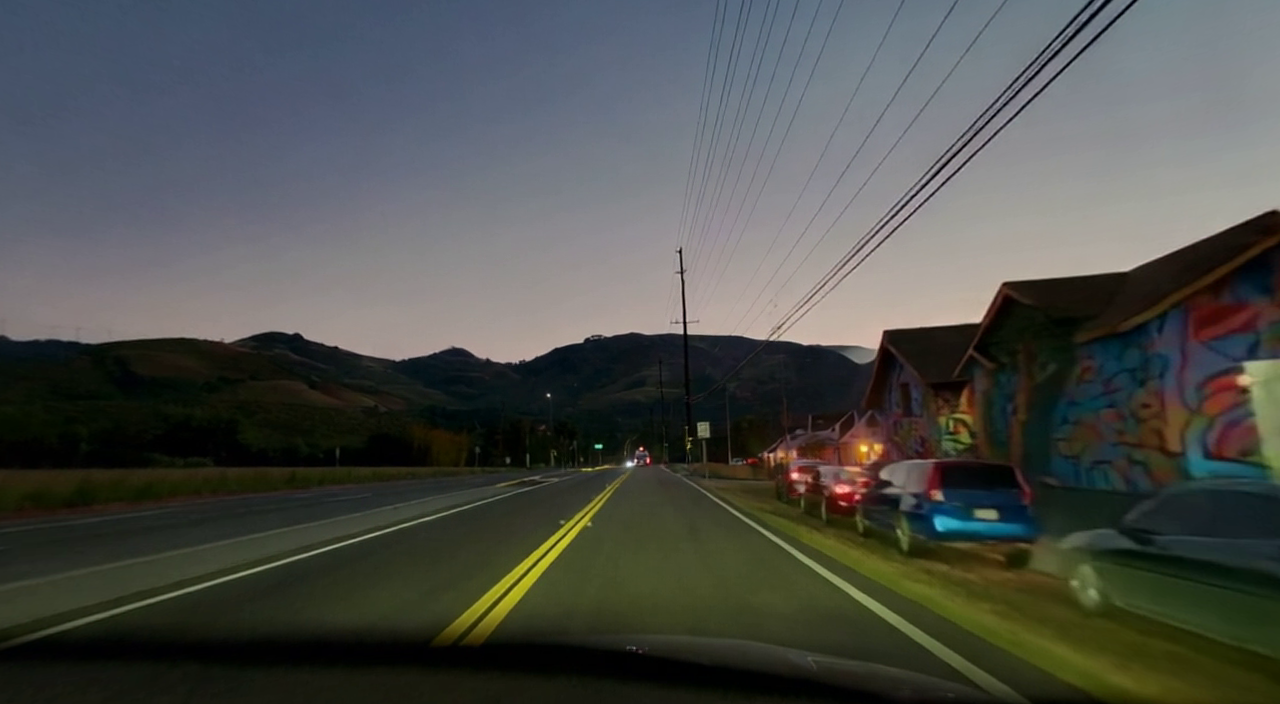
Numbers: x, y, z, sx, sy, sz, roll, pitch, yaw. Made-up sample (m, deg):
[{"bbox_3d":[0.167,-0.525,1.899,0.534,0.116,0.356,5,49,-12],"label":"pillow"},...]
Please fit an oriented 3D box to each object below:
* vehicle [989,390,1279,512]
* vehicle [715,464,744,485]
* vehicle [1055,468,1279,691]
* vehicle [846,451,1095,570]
[{"bbox_3d":[8.672,1.735,11.255,2.082,1.678,5.079,0,-8,1],"label":"vehicle"},{"bbox_3d":[6.855,9.433,48.784,1.781,1.432,4.169,0,-9,3],"label":"vehicle"},{"bbox_3d":[5.566,1.684,4.644,2.005,1.487,4.397,0,-9,0],"label":"vehicle"},{"bbox_3d":[5.644,2.703,11.720,2.056,1.693,4.803,0,-9,1],"label":"vehicle"}]
